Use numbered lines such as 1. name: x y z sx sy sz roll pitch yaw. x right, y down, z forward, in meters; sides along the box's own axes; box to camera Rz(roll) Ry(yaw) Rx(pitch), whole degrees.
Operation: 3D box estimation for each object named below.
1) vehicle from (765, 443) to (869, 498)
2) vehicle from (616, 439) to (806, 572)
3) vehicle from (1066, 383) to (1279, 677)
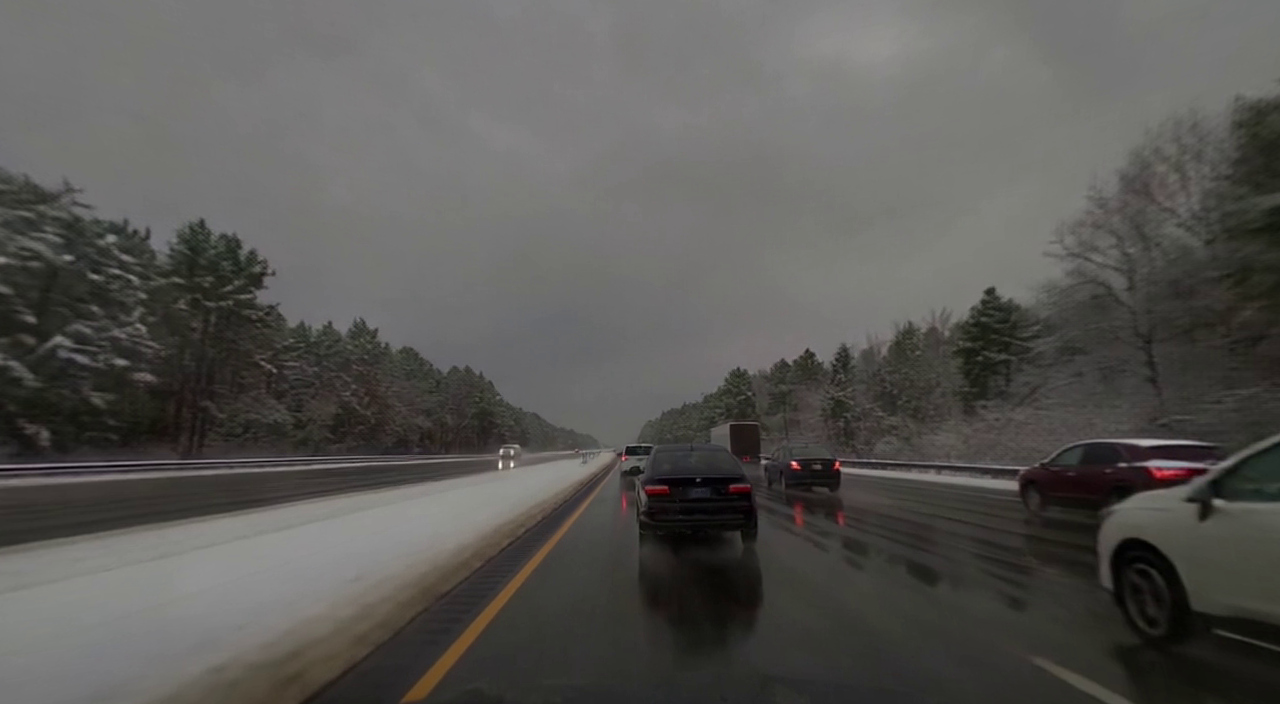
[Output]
1. vehicle: 5.284 3.583 19.421 1.908 1.500 4.157 0 -9 -1
2. vehicle: 0.740 1.984 8.847 2.094 1.426 3.725 0 -9 -1
3. vehicle: 4.651 0.916 2.978 1.998 1.657 4.604 0 -9 0
